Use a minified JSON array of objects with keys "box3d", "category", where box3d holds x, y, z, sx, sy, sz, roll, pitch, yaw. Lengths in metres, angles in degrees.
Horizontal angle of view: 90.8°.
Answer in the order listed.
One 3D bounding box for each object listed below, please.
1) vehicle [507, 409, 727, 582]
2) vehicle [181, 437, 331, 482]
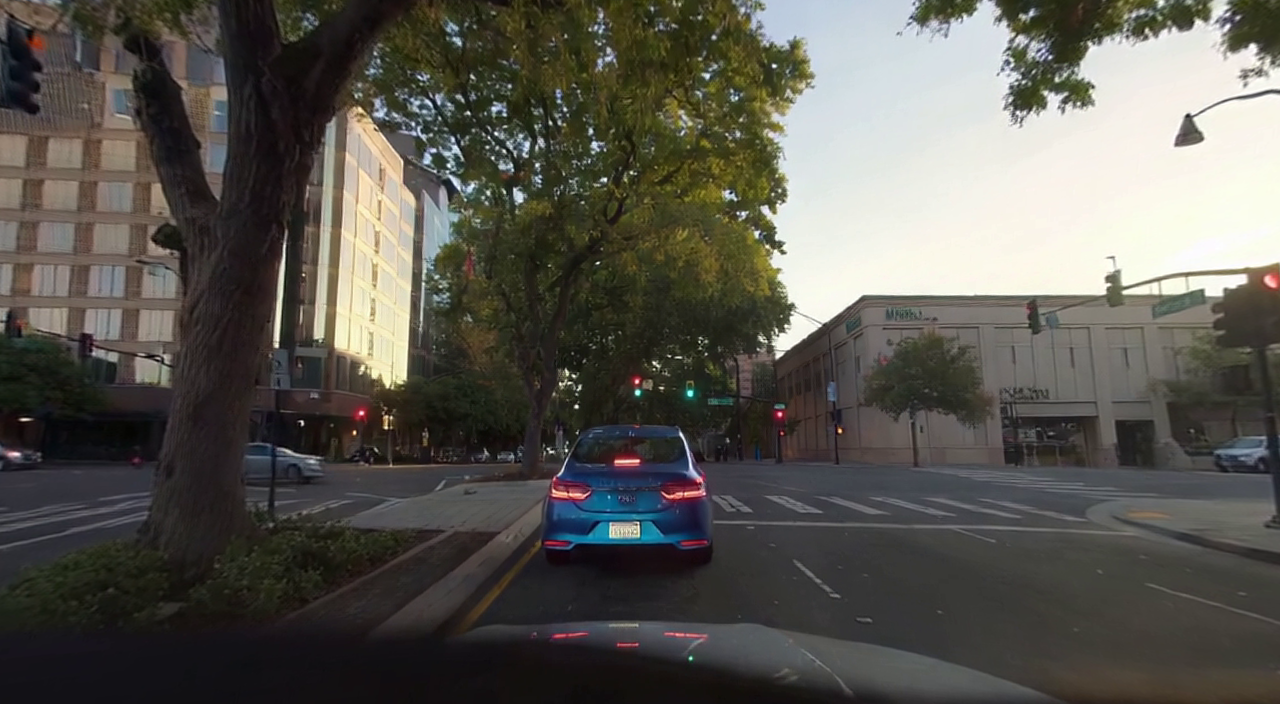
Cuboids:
[{"box3d":[-0.244,1.646,7.997,2.066,1.618,3.922,0,-9,-1],"category":"vehicle"},{"box3d":[-15.941,4.474,26.432,4.912,1.731,2.022,0,-9,-1],"category":"vehicle"}]
